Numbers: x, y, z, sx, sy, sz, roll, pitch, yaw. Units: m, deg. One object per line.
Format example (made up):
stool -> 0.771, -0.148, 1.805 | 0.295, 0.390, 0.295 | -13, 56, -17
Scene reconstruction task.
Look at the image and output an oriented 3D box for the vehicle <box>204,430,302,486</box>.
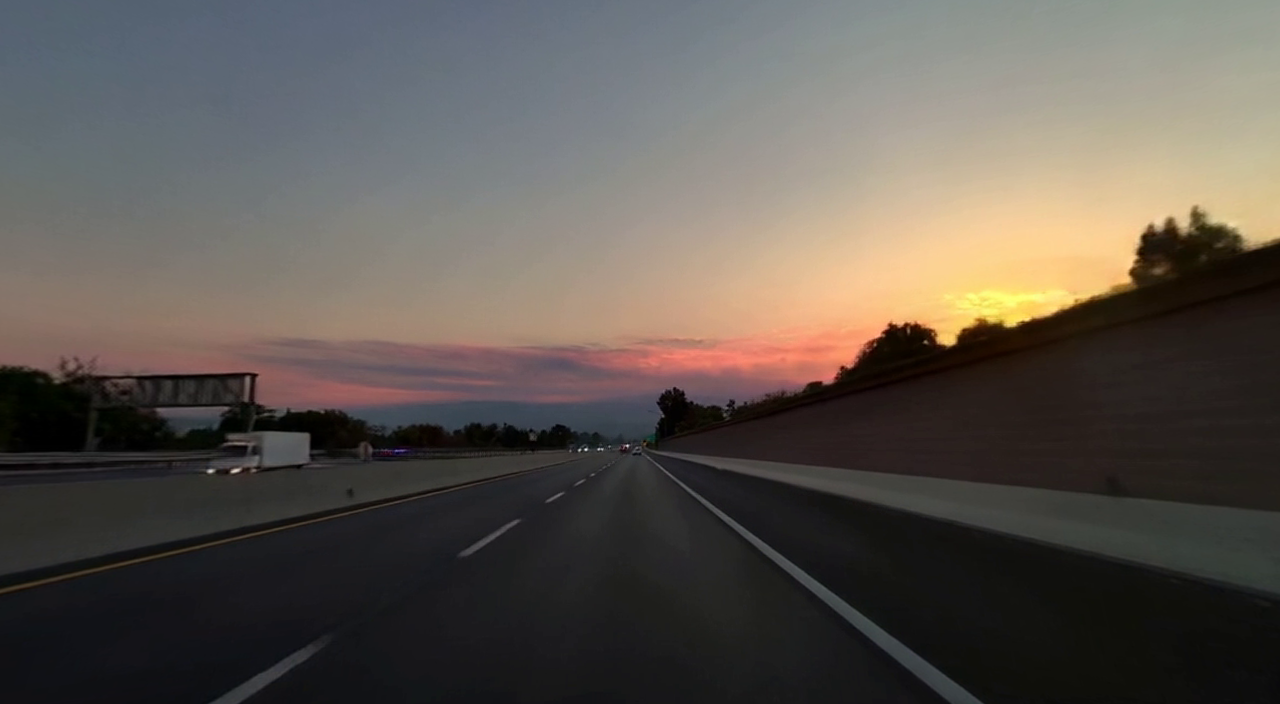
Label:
vehicle -> -25.628, 7.066, 42.017 | 2.844, 3.341, 7.695 | 1, -9, -11
